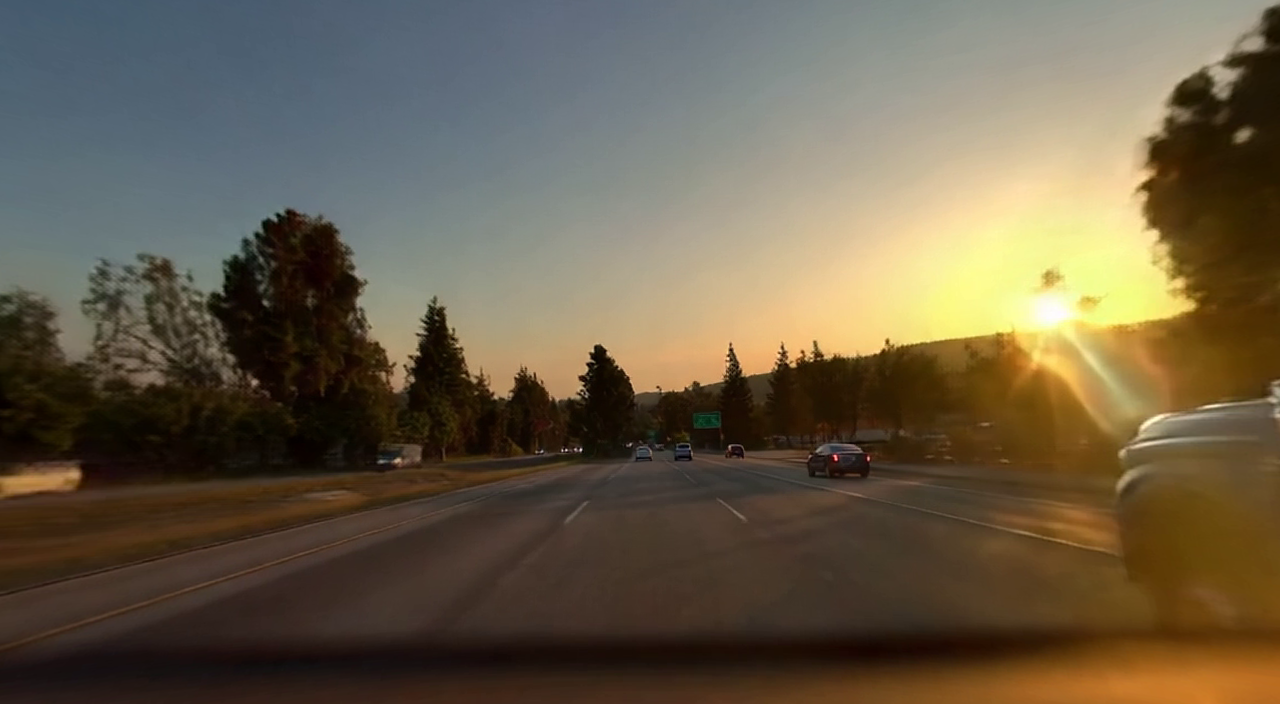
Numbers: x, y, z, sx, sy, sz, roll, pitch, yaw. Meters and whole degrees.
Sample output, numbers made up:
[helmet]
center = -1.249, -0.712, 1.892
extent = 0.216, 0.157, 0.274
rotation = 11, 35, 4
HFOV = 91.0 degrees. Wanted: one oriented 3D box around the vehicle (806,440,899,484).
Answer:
[vehicle]
center = 7.968, 4.164, 24.141
extent = 1.989, 1.526, 4.443
rotation = 0, -9, 0
